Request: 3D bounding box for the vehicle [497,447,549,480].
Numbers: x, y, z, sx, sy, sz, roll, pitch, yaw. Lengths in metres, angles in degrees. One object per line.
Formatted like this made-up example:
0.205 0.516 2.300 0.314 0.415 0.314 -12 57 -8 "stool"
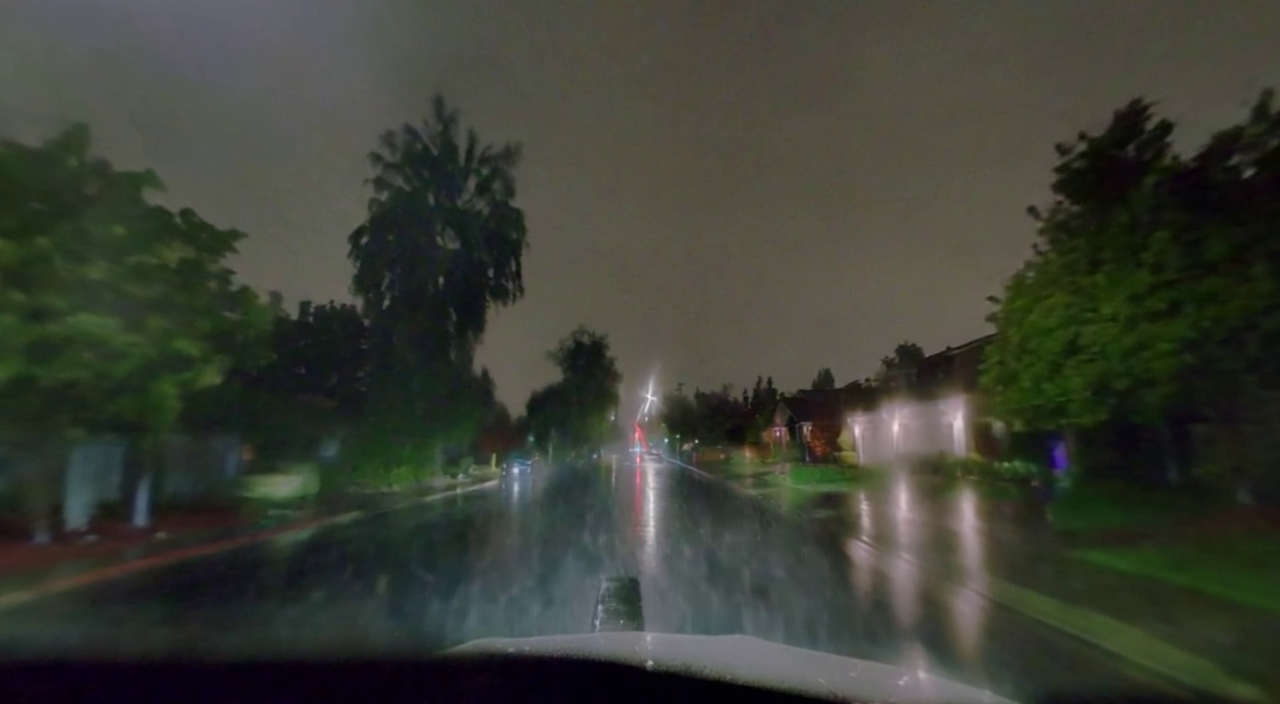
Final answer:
-6.601 6.321 36.140 2.078 1.745 5.119 0 -9 -1 "vehicle"
